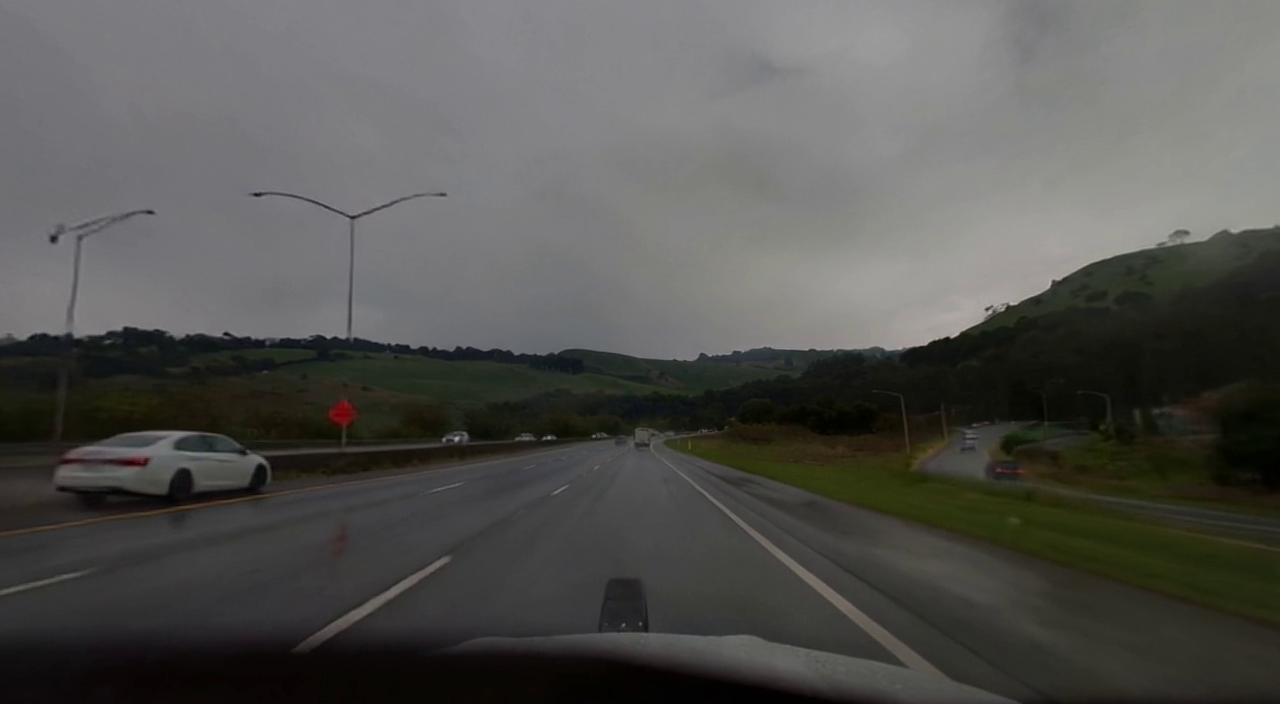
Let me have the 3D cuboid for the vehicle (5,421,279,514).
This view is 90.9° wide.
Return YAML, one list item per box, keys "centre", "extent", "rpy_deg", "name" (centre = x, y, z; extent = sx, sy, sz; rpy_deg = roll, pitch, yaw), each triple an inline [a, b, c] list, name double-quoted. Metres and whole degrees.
- centre: [-10.881, 2.548, 14.479]
  extent: [2.152, 1.753, 4.972]
  rpy_deg: [0, -8, 1]
  name: "vehicle"

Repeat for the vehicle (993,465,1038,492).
- centre: [29.043, 9.748, 48.908]
  extent: [2.108, 1.763, 4.817]
  rpy_deg: [-3, -9, 21]
  name: "vehicle"
